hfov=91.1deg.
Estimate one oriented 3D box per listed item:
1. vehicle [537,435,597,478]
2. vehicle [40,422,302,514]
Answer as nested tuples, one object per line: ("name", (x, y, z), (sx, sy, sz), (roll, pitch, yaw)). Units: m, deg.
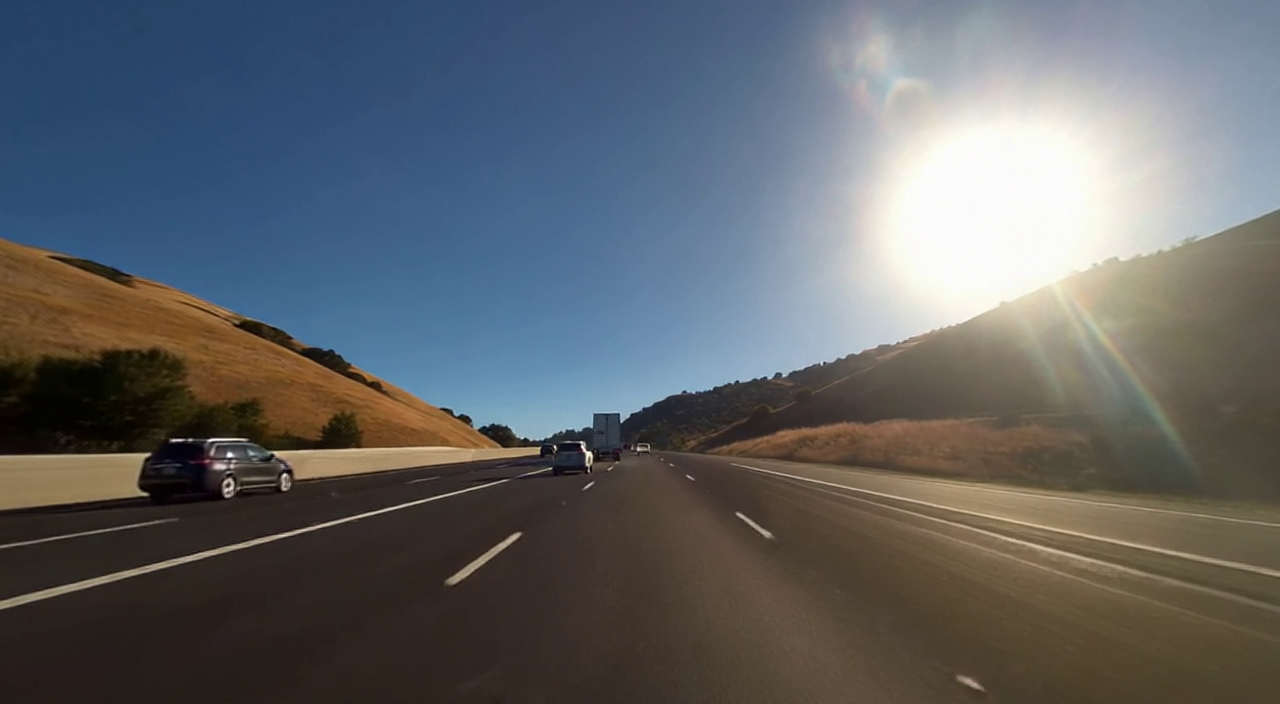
("vehicle", (-3.137, 4.588, 27.863), (2.099, 1.734, 4.413), (0, -8, 0))
("vehicle", (-10.922, 2.738, 15.417), (2.130, 1.828, 5.523), (0, -8, 0))
